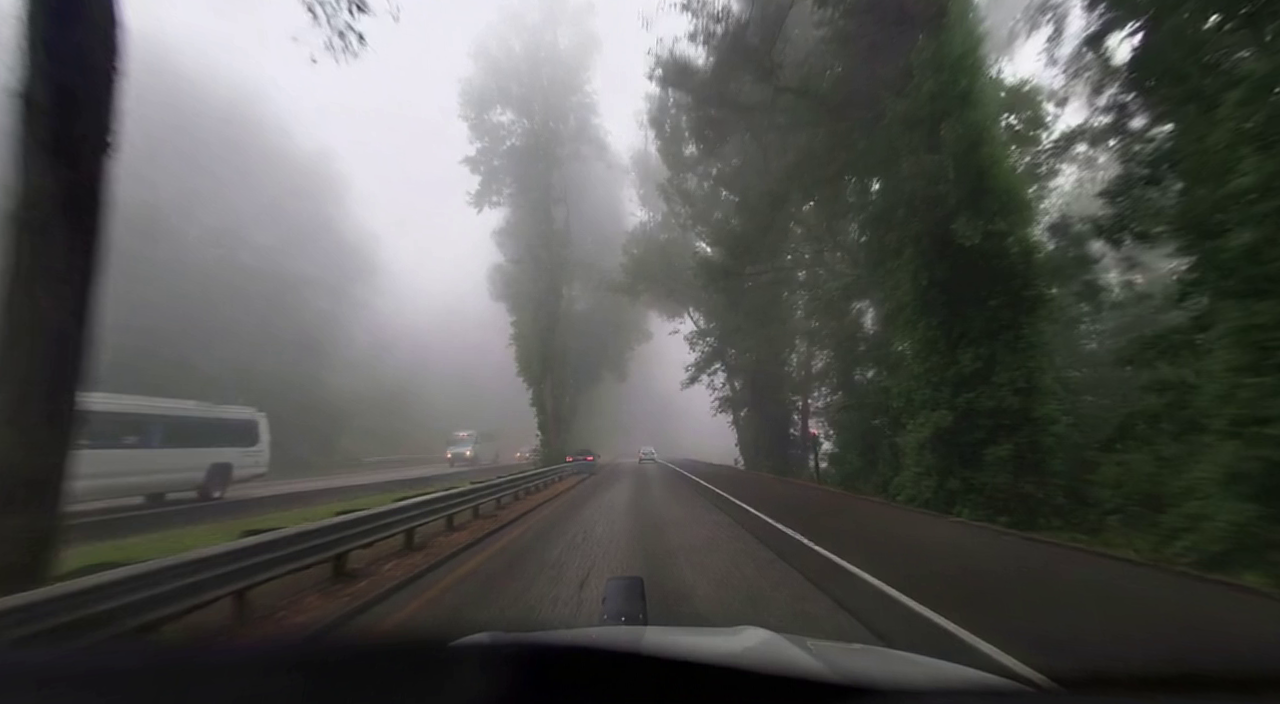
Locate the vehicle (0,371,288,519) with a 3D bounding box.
[{"bbox_3d":[-18.902,3.610,24.105,2.834,4.025,13.898,0,-9,0],"label":"vehicle"}]

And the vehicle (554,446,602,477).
[{"bbox_3d":[-3.139,5.656,32.807,2.112,1.498,4.117,0,-9,0],"label":"vehicle"}]

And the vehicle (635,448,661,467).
[{"bbox_3d":[0.594,8.309,49.591,1.989,1.402,3.831,0,-9,-1],"label":"vehicle"}]
